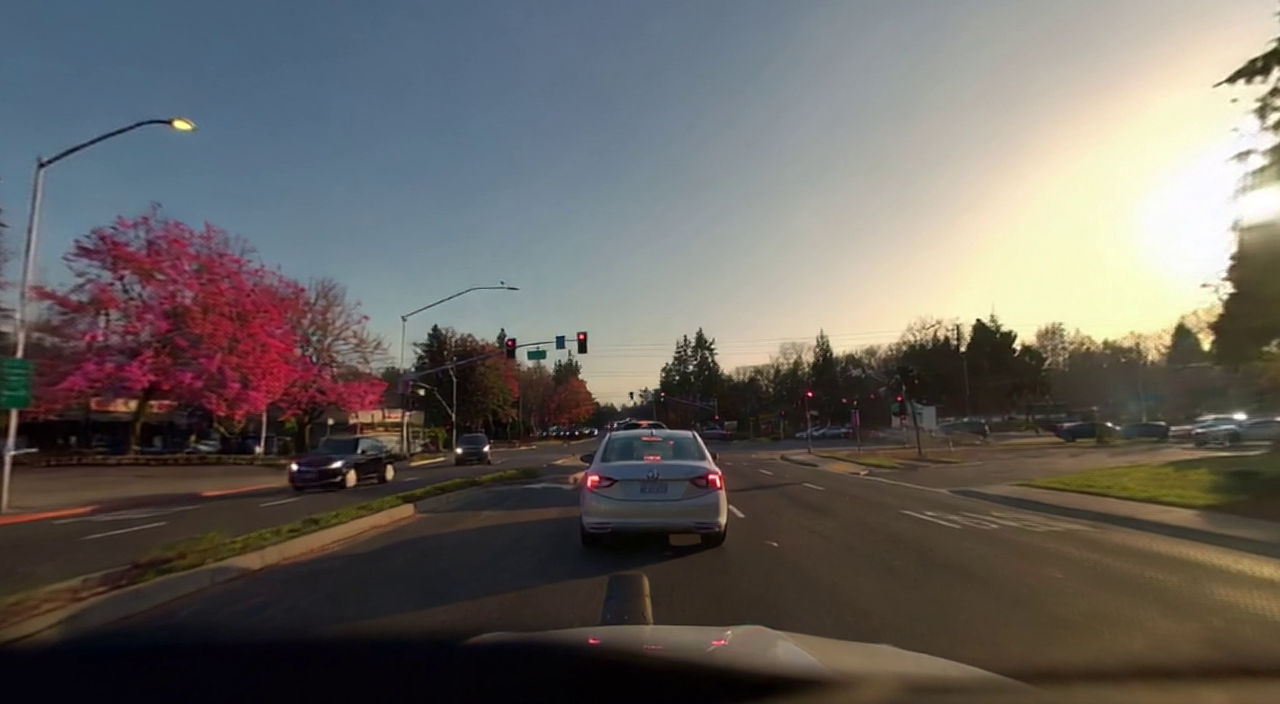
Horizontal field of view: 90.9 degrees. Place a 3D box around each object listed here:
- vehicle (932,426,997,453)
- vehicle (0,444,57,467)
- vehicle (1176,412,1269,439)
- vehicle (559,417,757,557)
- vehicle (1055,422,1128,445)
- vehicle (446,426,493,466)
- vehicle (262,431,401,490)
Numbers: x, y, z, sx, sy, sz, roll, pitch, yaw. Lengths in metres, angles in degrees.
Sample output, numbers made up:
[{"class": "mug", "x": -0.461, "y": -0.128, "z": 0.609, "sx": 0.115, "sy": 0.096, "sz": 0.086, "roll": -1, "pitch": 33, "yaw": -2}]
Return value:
[{"class": "vehicle", "x": 18.989, "y": 5.118, "z": 36.813, "sx": 4.091, "sy": 1.495, "sz": 2.053, "roll": 8, "pitch": -12, "yaw": -43}, {"class": "vehicle", "x": -41.892, "y": 6.819, "z": 41.753, "sx": 4.813, "sy": 1.455, "sz": 1.889, "roll": -1, "pitch": -8, "yaw": 5}, {"class": "vehicle", "x": 36.977, "y": 4.717, "z": 40.186, "sx": 1.848, "sy": 1.581, "sz": 4.475, "roll": -1, "pitch": -8, "yaw": 4}, {"class": "vehicle", "x": 0.194, "y": 1.744, "z": 8.813, "sx": 2.112, "sy": 1.482, "sz": 4.057, "roll": 0, "pitch": -8, "yaw": 0}, {"class": "vehicle", "x": 35.587, "y": 6.410, "z": 49.743, "sx": 4.294, "sy": 1.557, "sz": 1.744, "roll": -3, "pitch": -8, "yaw": 2}, {"class": "vehicle", "x": -9.786, "y": 5.401, "z": 36.236, "sx": 2.378, "sy": 2.084, "sz": 5.225, "roll": 2, "pitch": -9, "yaw": -15}, {"class": "vehicle", "x": -9.655, "y": 3.428, "z": 20.227, "sx": 2.108, "sy": 1.671, "sz": 4.535, "roll": 0, "pitch": -8, "yaw": 1}]
